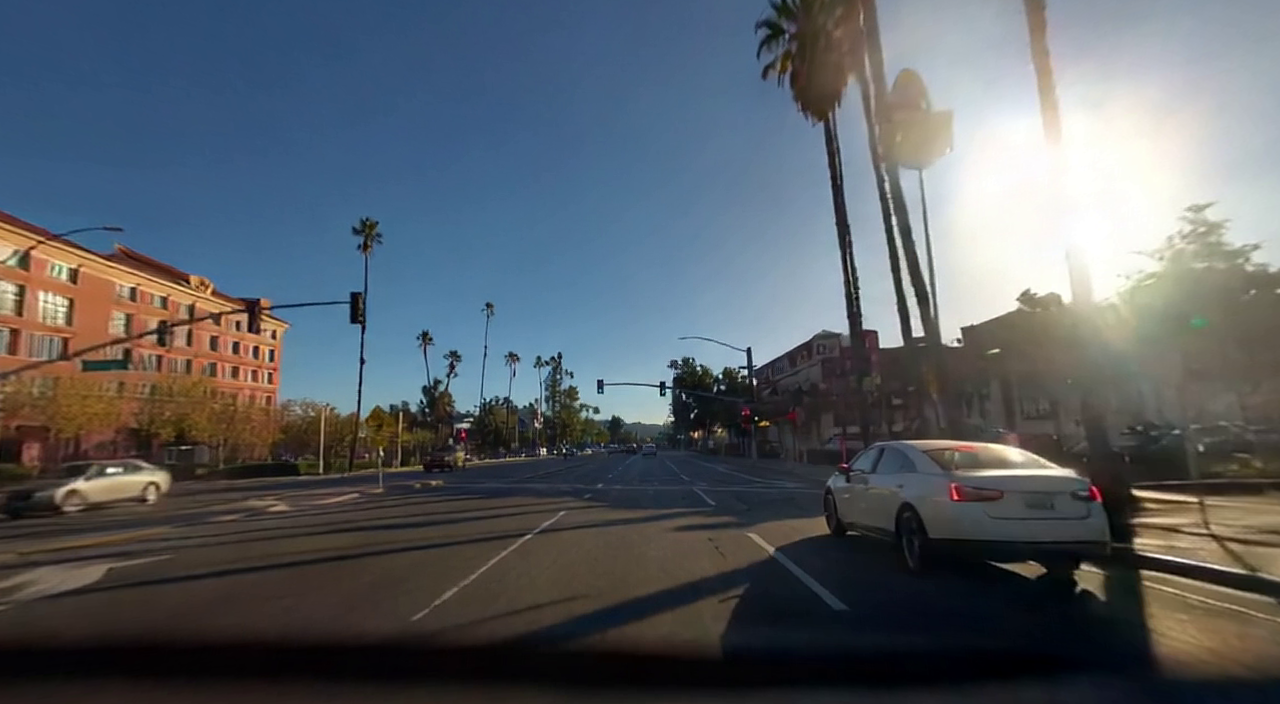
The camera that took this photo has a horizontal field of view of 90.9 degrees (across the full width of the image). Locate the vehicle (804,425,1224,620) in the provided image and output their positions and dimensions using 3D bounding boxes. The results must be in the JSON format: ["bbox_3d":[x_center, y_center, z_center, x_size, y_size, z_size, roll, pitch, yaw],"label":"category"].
[{"bbox_3d":[3.501,1.662,7.283,1.870,1.467,4.800,0,-8,-1],"label":"vehicle"}]

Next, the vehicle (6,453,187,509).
[{"bbox_3d":[-18.186,4.289,21.507,1.899,1.615,4.784,0,-8,0],"label":"vehicle"}]
